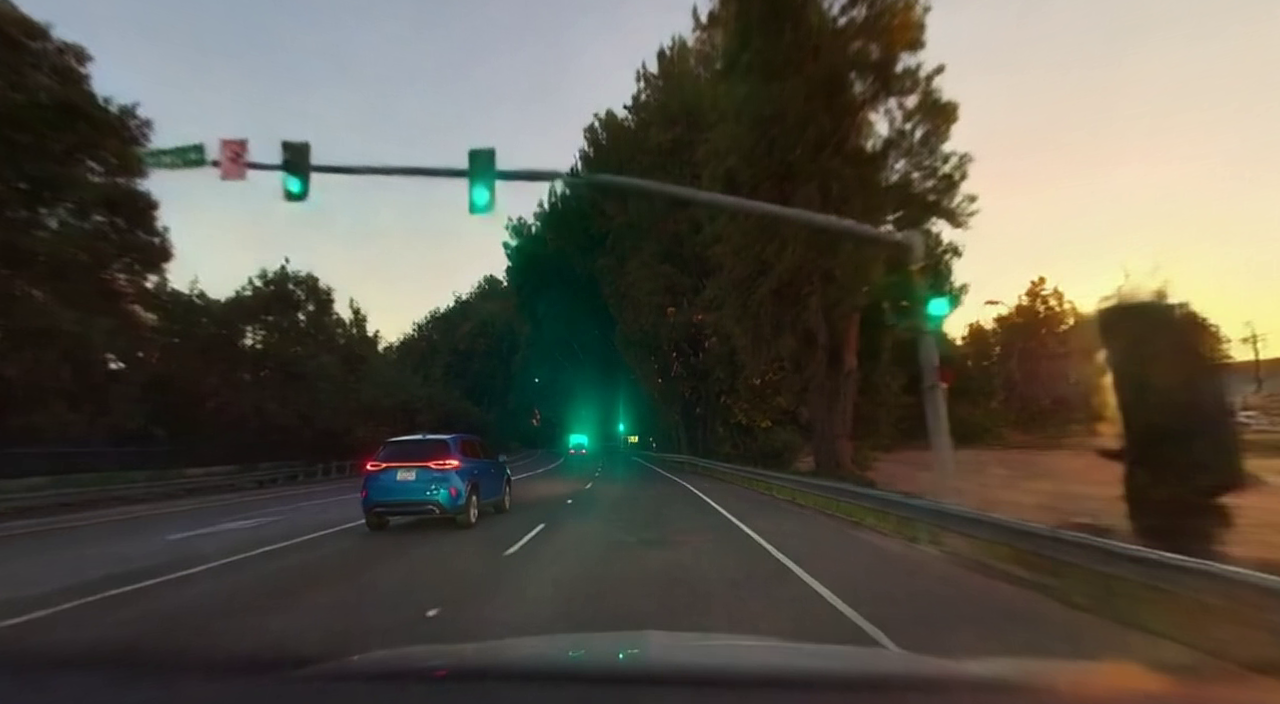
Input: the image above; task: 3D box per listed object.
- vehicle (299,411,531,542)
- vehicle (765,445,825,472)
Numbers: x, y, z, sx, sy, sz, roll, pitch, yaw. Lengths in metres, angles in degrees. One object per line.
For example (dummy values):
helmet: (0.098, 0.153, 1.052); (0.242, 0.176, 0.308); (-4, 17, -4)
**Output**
vehicle: (-3.667, 2.156, 11.597); (2.336, 1.857, 4.986); (0, -8, 1)
vehicle: (8.918, 6.184, 36.529); (1.606, 1.438, 3.446); (2, -10, -23)
